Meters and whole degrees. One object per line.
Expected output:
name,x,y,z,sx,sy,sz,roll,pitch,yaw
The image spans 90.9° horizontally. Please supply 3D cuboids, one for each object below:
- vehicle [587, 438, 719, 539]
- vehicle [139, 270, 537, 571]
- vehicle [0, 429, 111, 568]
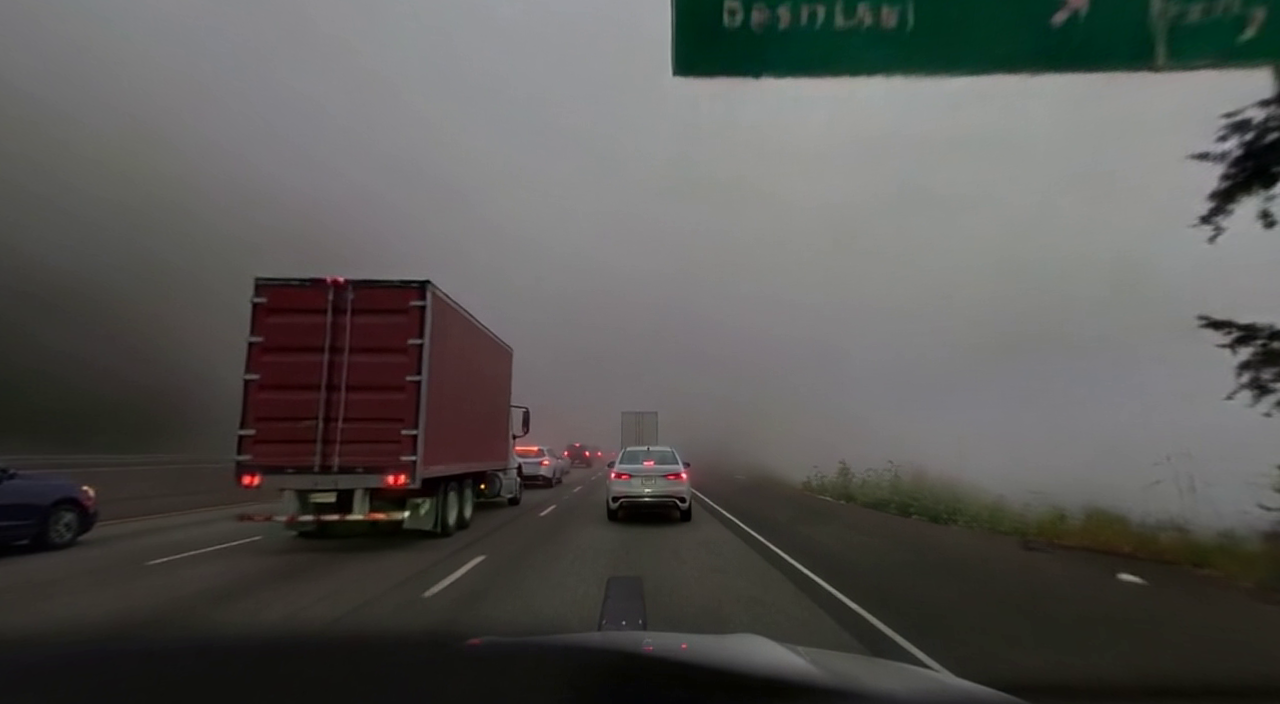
vehicle,0.195,2.340,11.297,1.995,1.495,3.380,0,-9,0
vehicle,-3.886,1.307,10.801,2.832,3.293,7.782,0,-9,1
vehicle,-7.864,1.458,5.962,1.824,1.489,4.422,0,-9,1
